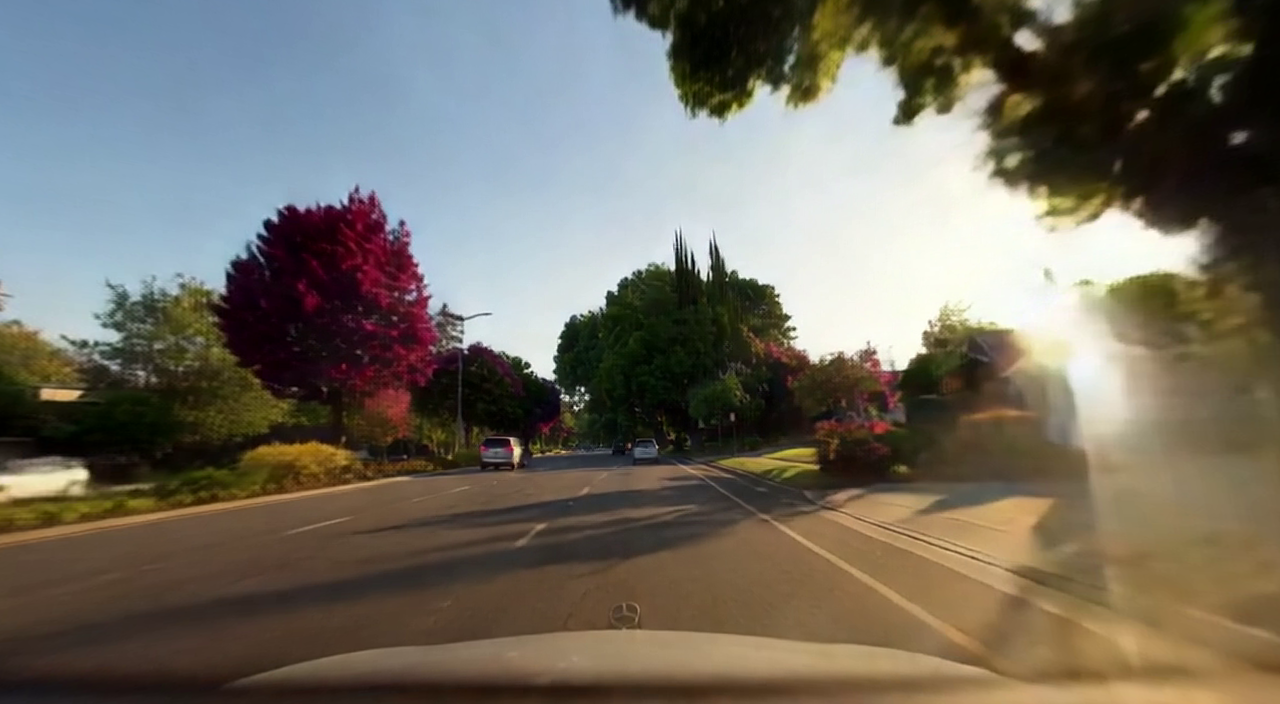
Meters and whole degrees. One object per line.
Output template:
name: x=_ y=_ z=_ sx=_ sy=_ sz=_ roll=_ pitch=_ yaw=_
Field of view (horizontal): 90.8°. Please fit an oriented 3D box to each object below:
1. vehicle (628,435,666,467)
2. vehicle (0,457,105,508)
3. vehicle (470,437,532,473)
vehicle: x=0.420 y=5.817 z=37.328 sx=2.070 sy=1.764 sz=4.552 roll=0 pitch=-9 yaw=1
vehicle: x=-20.764 y=4.281 z=20.933 sx=1.877 sy=1.507 sz=4.722 roll=0 pitch=-9 yaw=0
vehicle: x=-6.838 y=5.135 z=31.627 sx=1.993 sy=1.657 sz=4.487 roll=0 pitch=-9 yaw=1
